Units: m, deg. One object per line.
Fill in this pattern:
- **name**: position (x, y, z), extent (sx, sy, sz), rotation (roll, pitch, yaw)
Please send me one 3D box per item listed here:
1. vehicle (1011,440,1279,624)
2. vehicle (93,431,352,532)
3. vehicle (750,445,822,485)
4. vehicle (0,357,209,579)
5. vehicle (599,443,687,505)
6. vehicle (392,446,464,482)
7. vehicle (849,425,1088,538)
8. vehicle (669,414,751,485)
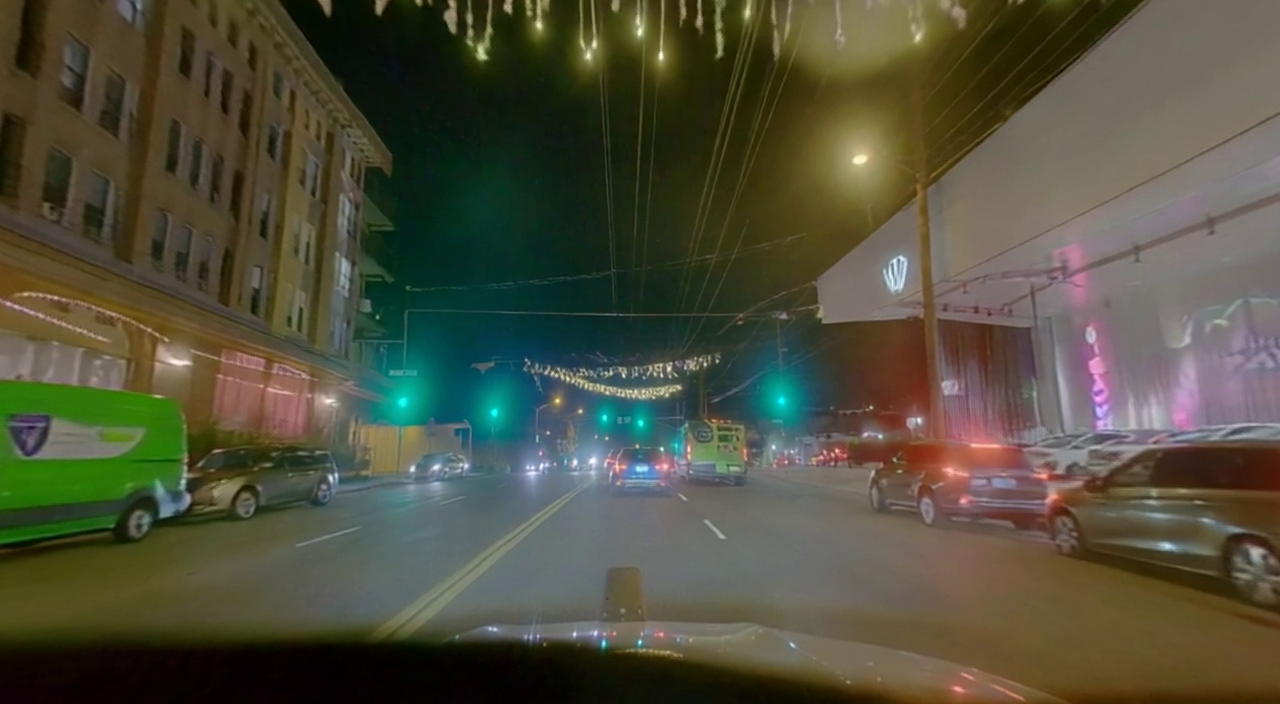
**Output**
- **vehicle**: position (6.120, 1.662, 6.393), extent (1.876, 1.471, 4.657), rotation (0, -9, 0)
- **vehicle**: position (-9.439, 2.984, 15.224), extent (2.385, 1.915, 5.803), rotation (0, -9, -1)
- **vehicle**: position (5.891, 4.616, 25.990), extent (1.824, 1.481, 4.057), rotation (0, -9, -3)
- **vehicle**: position (-9.326, 1.569, 8.598), extent (2.724, 2.739, 5.663), rotation (0, -9, 1)
- **vehicle**: position (0.011, 3.299, 17.472), extent (2.112, 1.464, 4.411), rotation (0, -9, -2)
- **vehicle**: position (-9.867, 5.265, 29.752), extent (1.962, 1.529, 4.109), rotation (2, -10, -1)
- **vehicle**: position (6.068, 2.472, 12.624), extent (2.079, 1.788, 4.974), rotation (0, -9, 0)
- **vehicle**: position (2.700, 4.045, 26.143), extent (2.649, 2.583, 5.800), rotation (0, -9, -1)
